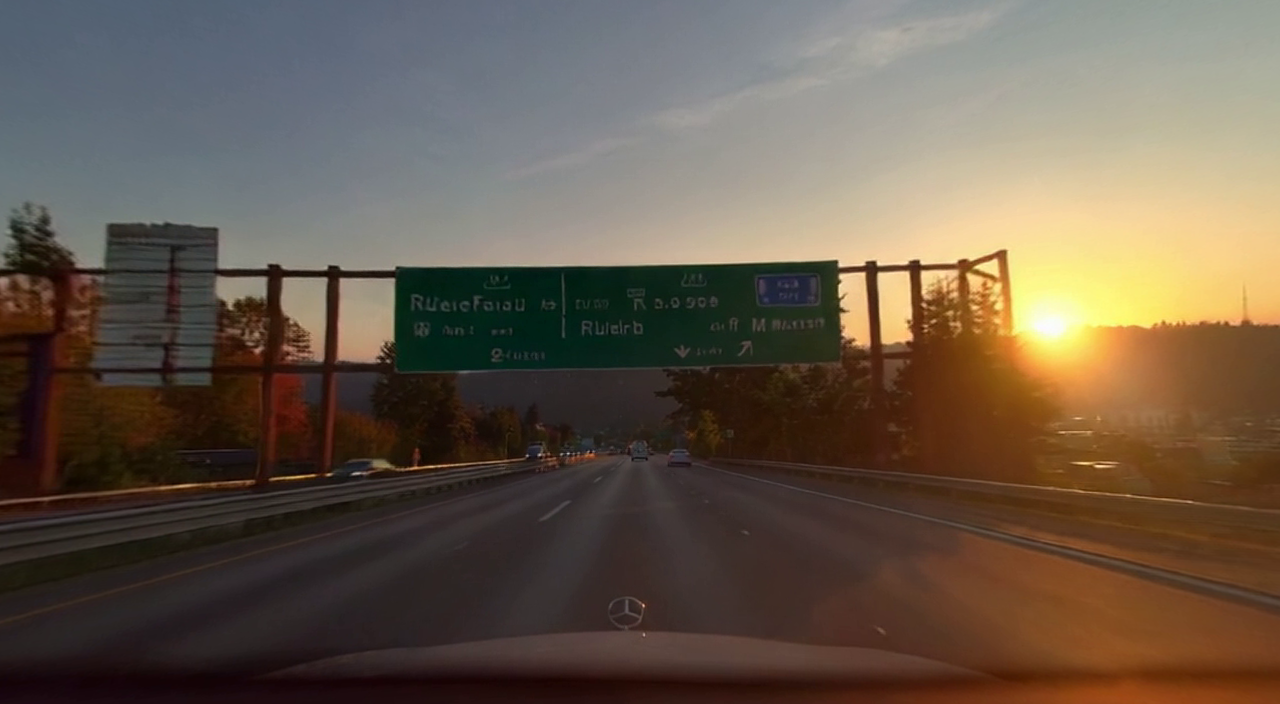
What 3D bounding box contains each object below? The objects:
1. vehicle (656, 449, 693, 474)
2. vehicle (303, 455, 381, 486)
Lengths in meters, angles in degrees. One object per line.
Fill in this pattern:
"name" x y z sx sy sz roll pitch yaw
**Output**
"vehicle" 2.089 6.678 38.650 2.036 1.457 3.471 0 -9 -1
"vehicle" -15.140 6.036 32.321 2.042 1.446 4.317 0 -9 -2
